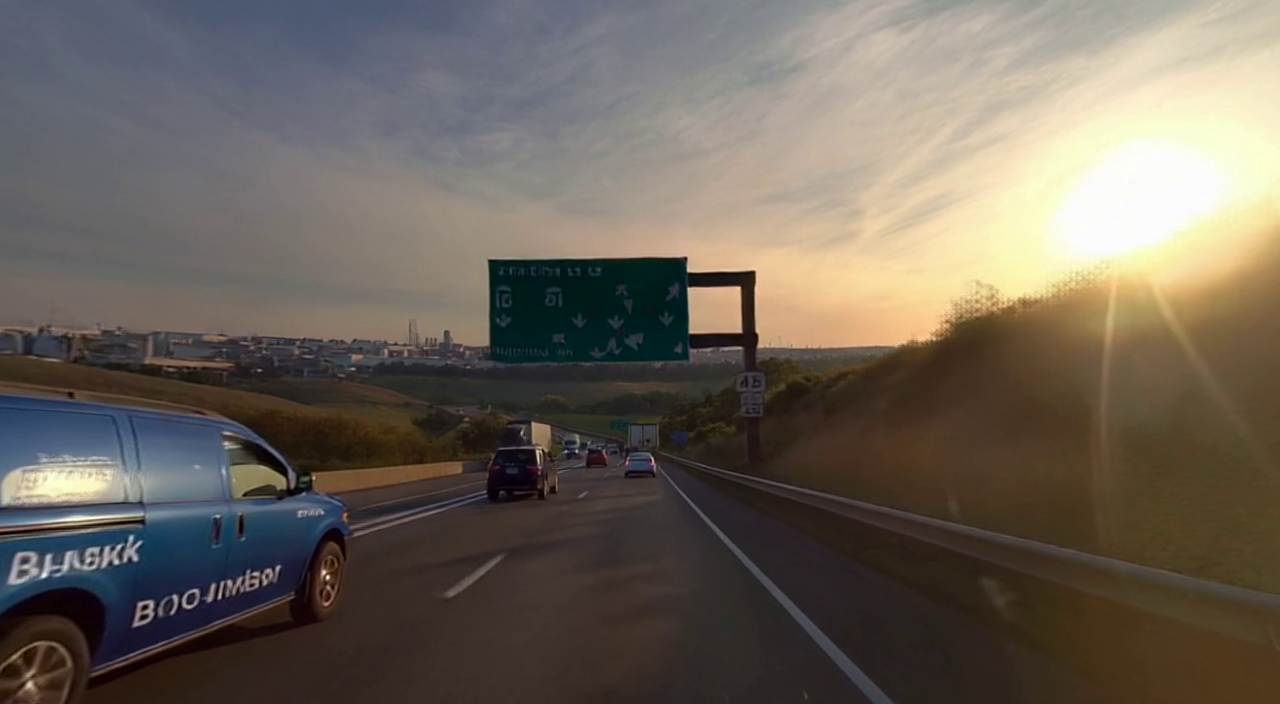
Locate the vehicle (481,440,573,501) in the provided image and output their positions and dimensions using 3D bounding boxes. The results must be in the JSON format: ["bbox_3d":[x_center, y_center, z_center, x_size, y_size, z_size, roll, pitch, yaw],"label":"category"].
[{"bbox_3d":[-3.223,3.458,18.802,1.937,1.600,4.141,0,-9,1],"label":"vehicle"}]

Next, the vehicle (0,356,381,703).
[{"bbox_3d":[-3.300,1.017,3.145,2.117,1.688,4.582,0,-9,-1],"label":"vehicle"}]

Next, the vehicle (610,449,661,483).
[{"bbox_3d":[-0.218,5.012,28.024,2.095,1.393,3.908,0,-9,-1],"label":"vehicle"}]
